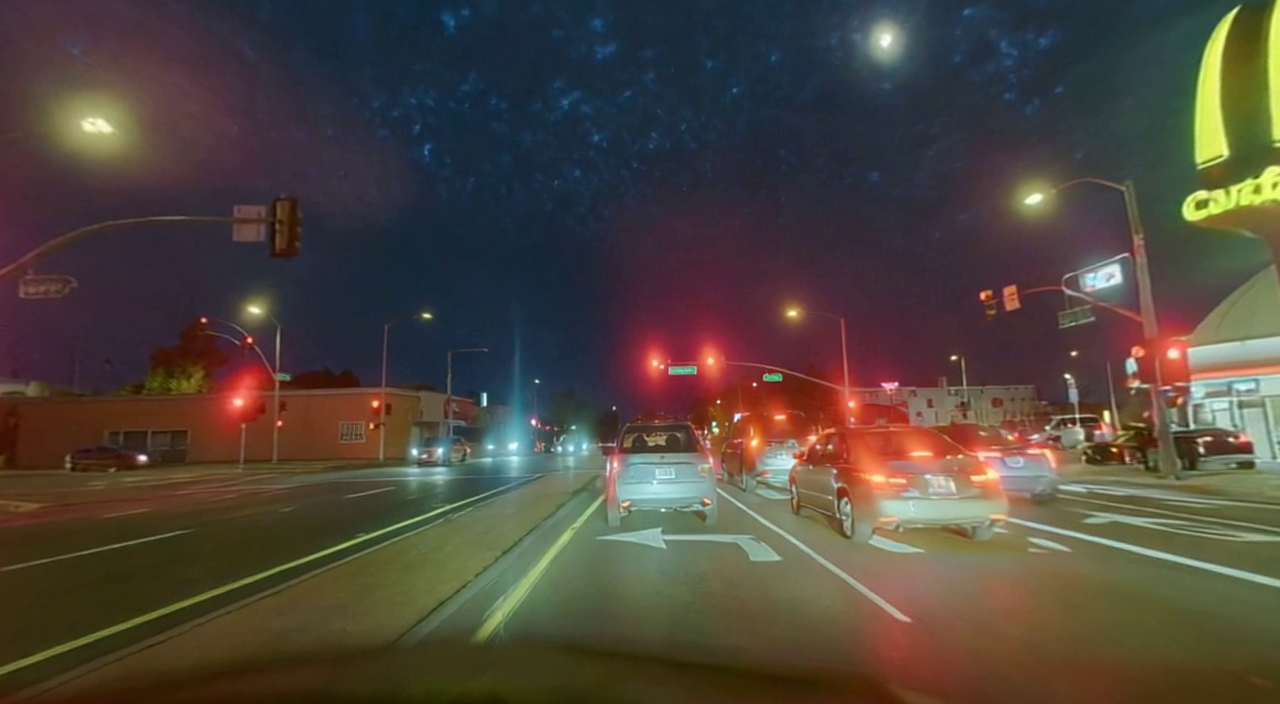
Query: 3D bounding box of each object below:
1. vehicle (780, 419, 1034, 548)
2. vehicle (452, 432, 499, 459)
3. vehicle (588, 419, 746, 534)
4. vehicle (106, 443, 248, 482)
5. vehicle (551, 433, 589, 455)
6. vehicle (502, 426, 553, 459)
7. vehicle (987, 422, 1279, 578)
[{"bbox_3d":[3.605,1.857,9.606,1.883,1.480,4.489,0,-8,0],"label":"vehicle"},{"bbox_3d":[-11.807,6.719,45.502,2.122,1.829,4.559,0,-8,0],"label":"vehicle"},{"bbox_3d":[0.316,1.924,10.288,2.073,1.496,3.892,0,-8,-1],"label":"vehicle"},{"bbox_3d":[-21.670,5.155,29.735,4.833,1.701,2.077,2,-8,-12],"label":"vehicle"},{"bbox_3d":[-5.076,6.795,46.542,2.200,1.480,4.292,0,-8,2],"label":"vehicle"},{"bbox_3d":[-8.493,6.836,48.205,2.710,2.022,5.889,-3,-5,0],"label":"vehicle"},{"bbox_3d":[6.813,1.717,8.204,2.059,1.458,4.395,0,-8,0],"label":"vehicle"}]
